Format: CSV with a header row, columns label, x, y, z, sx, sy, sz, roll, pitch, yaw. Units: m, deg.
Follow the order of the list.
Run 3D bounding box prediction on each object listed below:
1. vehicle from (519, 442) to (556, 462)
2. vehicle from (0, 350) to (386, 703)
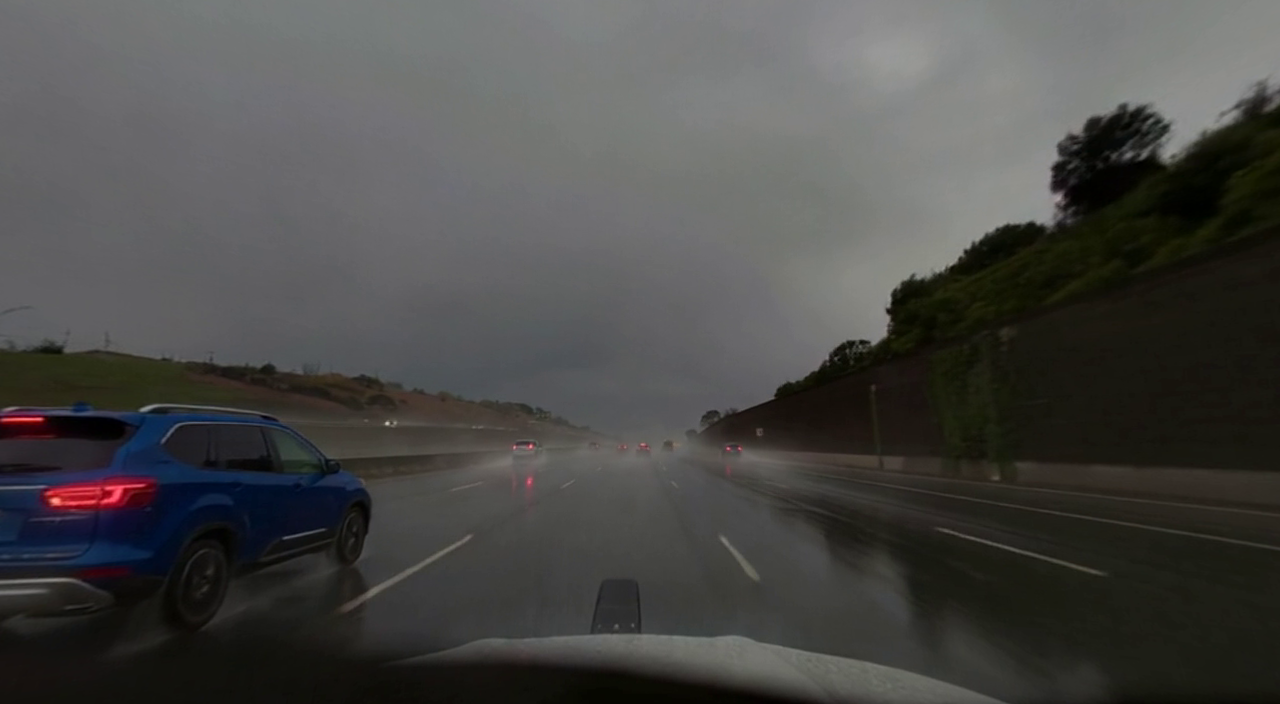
label,x,y,z,sx,sy,sz,roll,pitch,yaw
vehicle,-7.983,7.845,49.566,2.054,1.474,4.450,0,-9,1
vehicle,-3.816,1.114,4.480,2.047,1.715,4.689,0,-9,0
